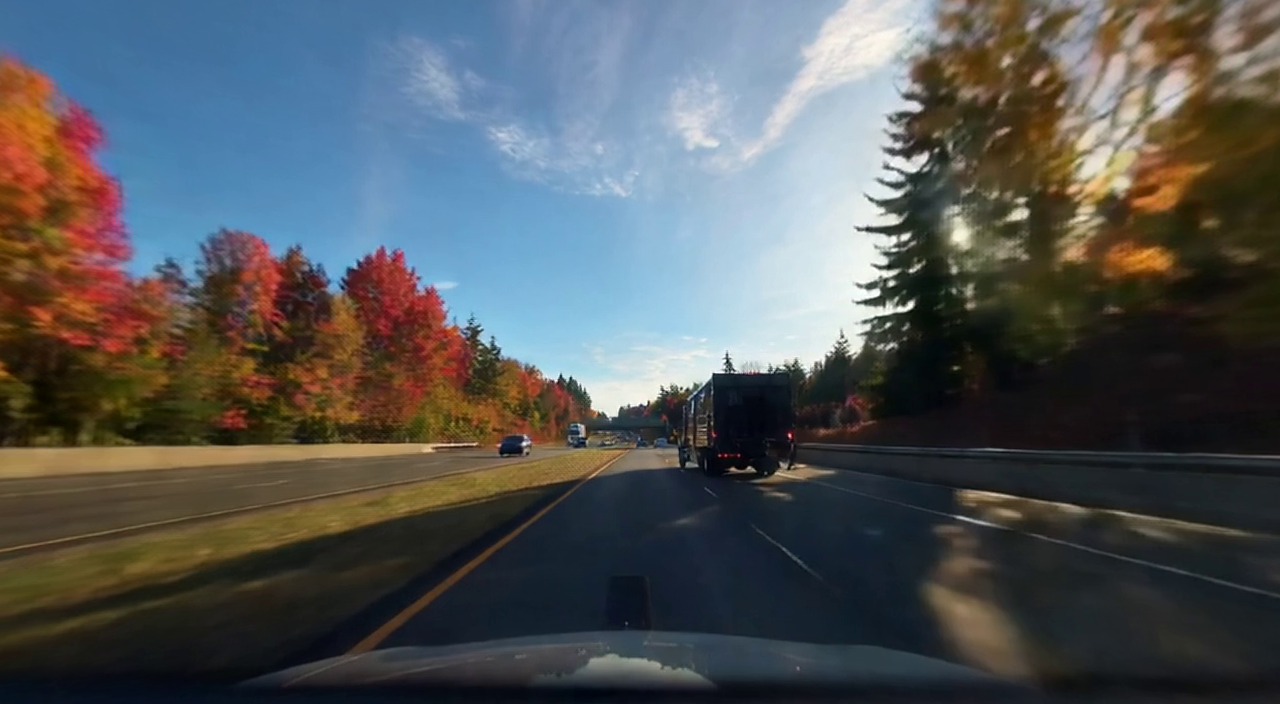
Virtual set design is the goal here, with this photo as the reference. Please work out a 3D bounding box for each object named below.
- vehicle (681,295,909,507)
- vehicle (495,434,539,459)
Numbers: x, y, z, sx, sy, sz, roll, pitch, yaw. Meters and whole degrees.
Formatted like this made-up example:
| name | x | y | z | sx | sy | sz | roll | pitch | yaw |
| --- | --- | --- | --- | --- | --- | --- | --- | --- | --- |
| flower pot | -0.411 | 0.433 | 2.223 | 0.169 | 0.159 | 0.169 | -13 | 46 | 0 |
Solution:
| name | x | y | z | sx | sy | sz | roll | pitch | yaw |
| --- | --- | --- | --- | --- | --- | --- | --- | --- | --- |
| vehicle | 3.557 | 1.947 | 19.755 | 3.691 | 4.331 | 13.909 | 0 | -8 | 0 |
| vehicle | -8.246 | 6.401 | 42.620 | 1.986 | 1.541 | 4.670 | 0 | -8 | 1 |
